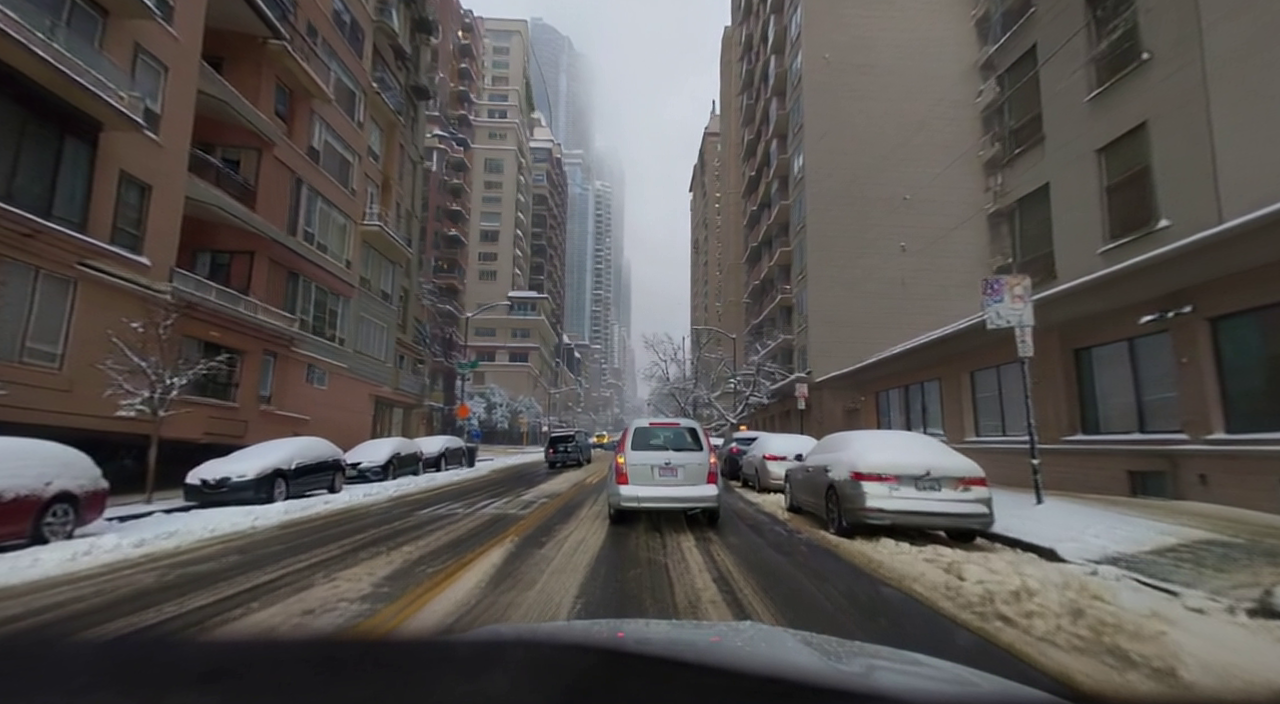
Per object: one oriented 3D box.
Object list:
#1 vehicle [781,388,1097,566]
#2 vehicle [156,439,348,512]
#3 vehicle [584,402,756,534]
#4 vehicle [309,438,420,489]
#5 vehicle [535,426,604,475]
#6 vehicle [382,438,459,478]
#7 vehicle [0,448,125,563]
[{"bbox_3d":[3.627,1.630,8.898,2.158,1.828,4.573,0,-8,0],"label":"vehicle"},{"bbox_3d":[-9.428,3.003,15.863,2.002,1.546,4.339,0,-8,1],"label":"vehicle"},{"bbox_3d":[0.421,1.841,10.455,2.261,1.740,4.065,0,-8,1],"label":"vehicle"},{"bbox_3d":[-9.352,3.799,21.846,1.955,1.555,4.424,0,-8,-2],"label":"vehicle"},{"bbox_3d":[-2.688,3.894,25.031,2.219,1.746,4.197,0,-8,0],"label":"vehicle"},{"bbox_3d":[-9.220,4.472,26.854,1.900,1.577,4.172,0,-8,-1],"label":"vehicle"},{"bbox_3d":[-9.314,1.967,7.961,2.021,1.474,4.337,0,-8,-2],"label":"vehicle"}]
